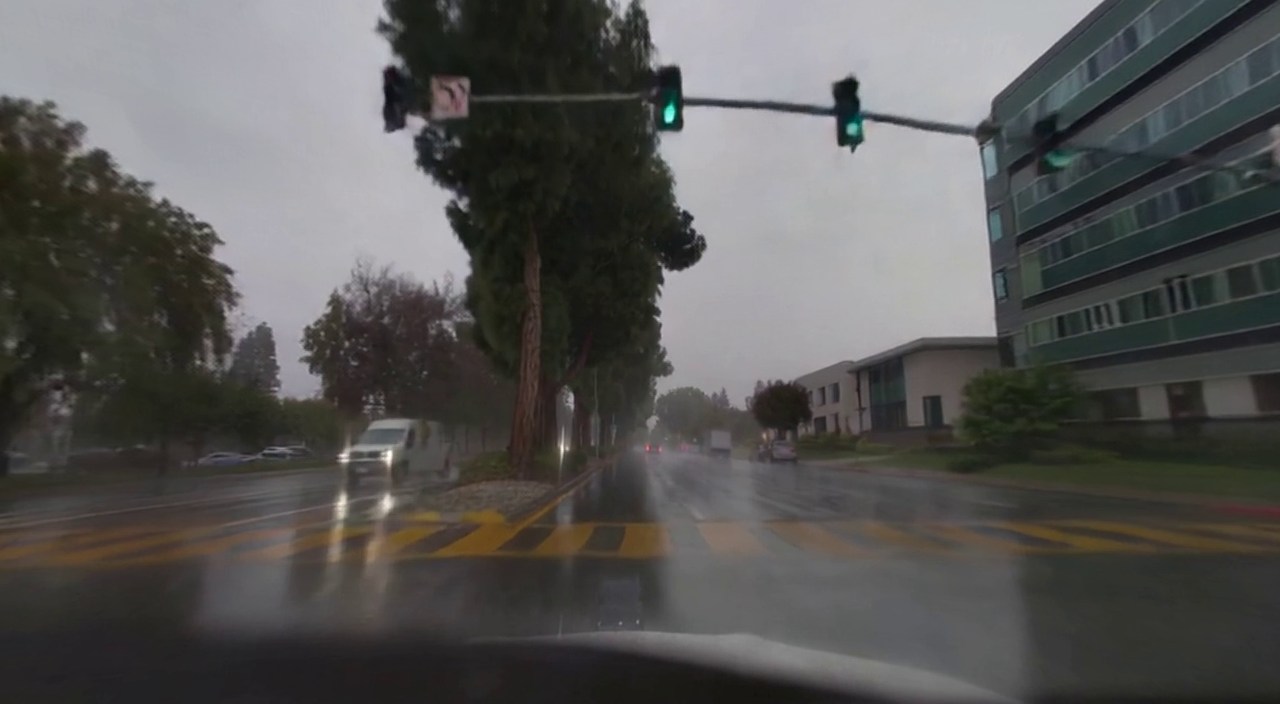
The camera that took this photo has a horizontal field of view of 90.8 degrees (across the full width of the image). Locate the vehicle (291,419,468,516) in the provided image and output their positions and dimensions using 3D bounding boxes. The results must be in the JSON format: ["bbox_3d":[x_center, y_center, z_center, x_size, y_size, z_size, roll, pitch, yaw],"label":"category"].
[{"bbox_3d":[-5.467,2.491,14.038,2.098,1.789,4.338,0,-9,-1],"label":"vehicle"}]

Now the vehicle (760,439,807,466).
[{"bbox_3d":[10.069,7.106,44.837,2.043,1.761,5.022,0,-8,-1],"label":"vehicle"}]
